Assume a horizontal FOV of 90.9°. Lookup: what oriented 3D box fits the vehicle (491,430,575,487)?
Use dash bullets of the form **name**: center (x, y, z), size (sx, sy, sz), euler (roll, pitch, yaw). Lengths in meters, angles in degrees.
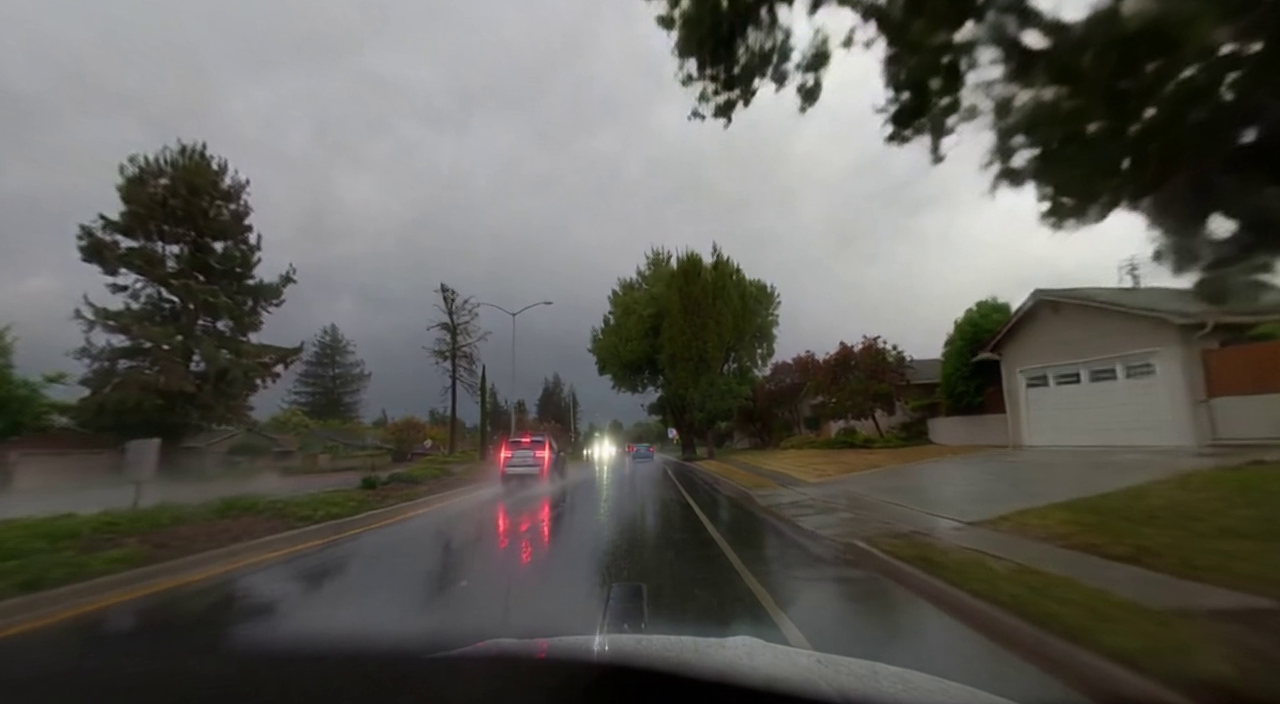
- **vehicle**: center (-3.579, 3.659, 22.013), size (2.073, 1.770, 4.302), euler (0, -9, 1)
